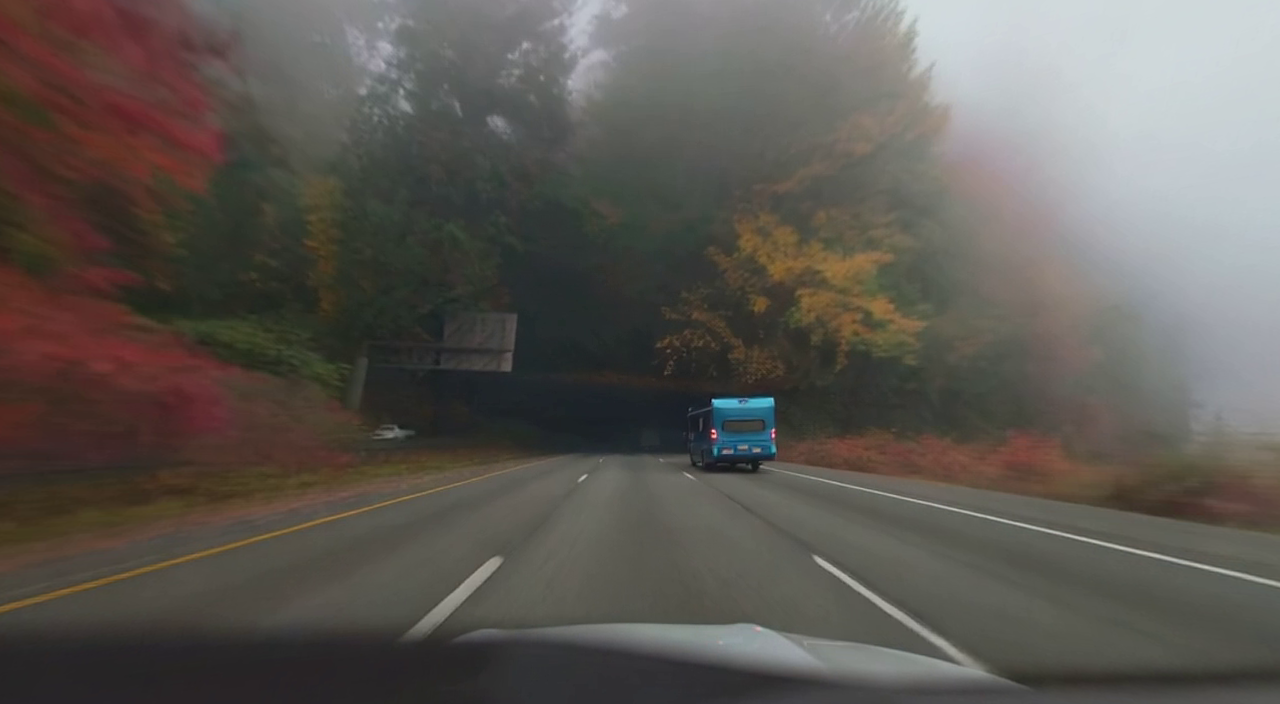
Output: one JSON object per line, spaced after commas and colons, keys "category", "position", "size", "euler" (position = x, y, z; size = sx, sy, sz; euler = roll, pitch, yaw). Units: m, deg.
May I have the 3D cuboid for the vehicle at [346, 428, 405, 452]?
{"category": "vehicle", "position": [-17.316, 5.800, 41.415], "size": [1.861, 1.502, 4.738], "euler": [0, -8, 0]}

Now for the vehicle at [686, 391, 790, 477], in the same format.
{"category": "vehicle", "position": [3.555, 3.239, 24.742], "size": [2.815, 2.876, 7.101], "euler": [0, -8, -1]}
